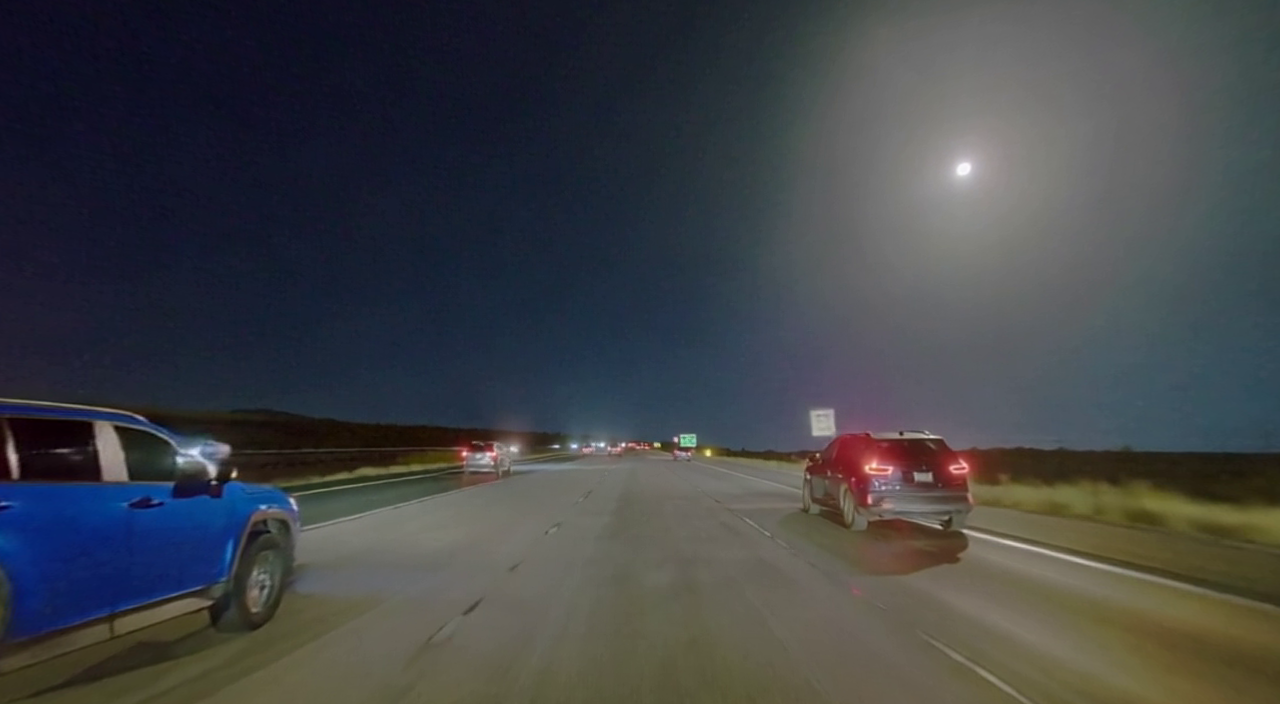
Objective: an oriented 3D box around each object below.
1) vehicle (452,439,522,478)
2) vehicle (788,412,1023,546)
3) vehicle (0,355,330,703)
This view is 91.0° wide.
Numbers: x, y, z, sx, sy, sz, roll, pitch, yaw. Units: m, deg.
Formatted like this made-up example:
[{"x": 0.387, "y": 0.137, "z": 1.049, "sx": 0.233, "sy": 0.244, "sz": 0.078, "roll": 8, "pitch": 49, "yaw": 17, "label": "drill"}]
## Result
[{"x": -7.248, "y": 5.097, "z": 30.333, "sx": 2.095, "sy": 1.696, "sz": 4.680, "roll": -1, "pitch": -9, "yaw": 2, "label": "vehicle"}, {"x": 4.322, "y": 2.157, "z": 11.315, "sx": 2.153, "sy": 1.860, "sz": 4.689, "roll": 0, "pitch": -9, "yaw": 0, "label": "vehicle"}, {"x": -3.996, "y": 0.997, "z": 3.471, "sx": 2.214, "sy": 1.743, "sz": 4.465, "roll": 0, "pitch": -9, "yaw": 1, "label": "vehicle"}]
